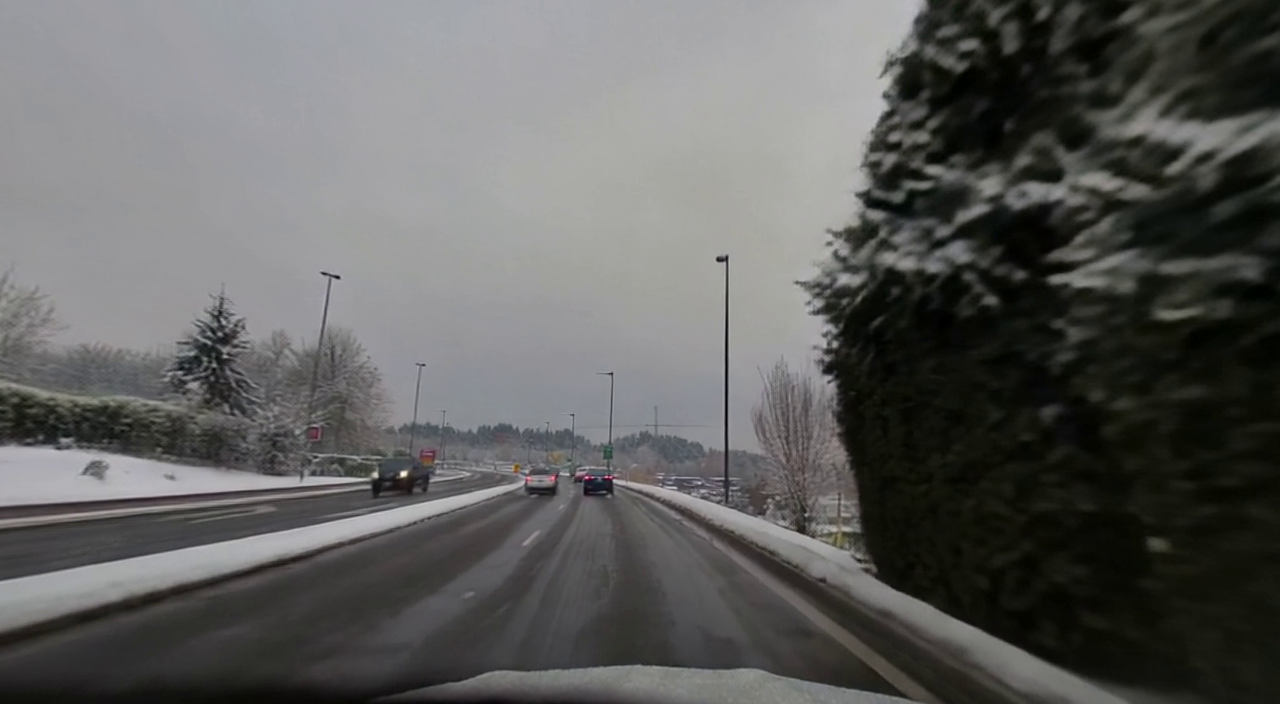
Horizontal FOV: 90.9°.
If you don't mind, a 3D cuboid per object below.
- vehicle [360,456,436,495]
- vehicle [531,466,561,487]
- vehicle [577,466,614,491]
[{"bbox_3d":[-11.436,5.895,30.183,2.183,1.665,4.498,2,-10,-5],"label":"vehicle"},{"bbox_3d":[-6.908,9.180,46.582,2.030,1.441,4.806,2,-11,-7],"label":"vehicle"},{"bbox_3d":[-2.900,8.082,40.336,2.129,1.471,4.258,2,-10,-7],"label":"vehicle"}]
